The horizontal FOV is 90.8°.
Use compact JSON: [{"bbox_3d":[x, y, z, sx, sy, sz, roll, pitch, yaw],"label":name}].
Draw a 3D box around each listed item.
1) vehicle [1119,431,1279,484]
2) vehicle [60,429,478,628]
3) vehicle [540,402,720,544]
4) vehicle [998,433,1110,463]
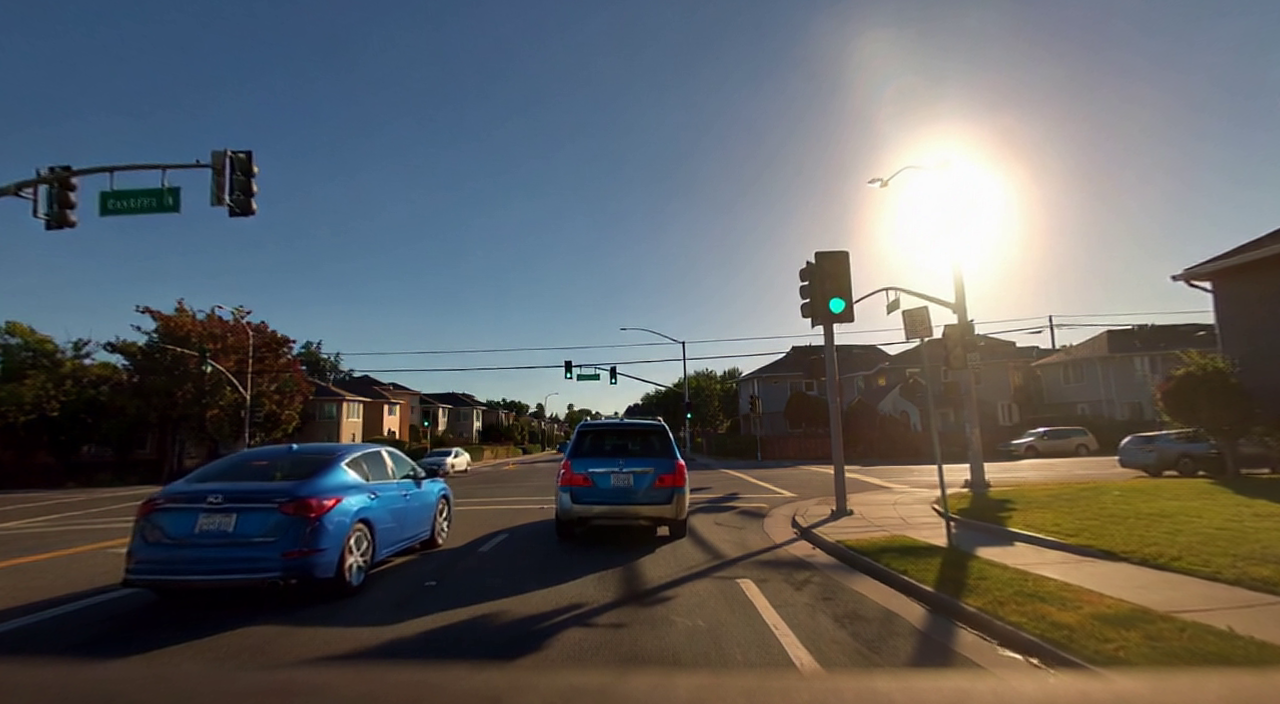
[{"bbox_3d":[17.237,3.048,18.433,4.715,1.439,1.874,-2,-9,14],"label":"vehicle"},{"bbox_3d":[-3.330,1.643,6.944,1.934,1.459,4.368,0,-8,0],"label":"vehicle"},{"bbox_3d":[-0.182,1.957,10.850,2.396,1.881,4.606,0,-8,-1],"label":"vehicle"},{"bbox_3d":[21.357,4.983,32.780,4.353,1.431,1.876,-2,-9,14],"label":"vehicle"}]
